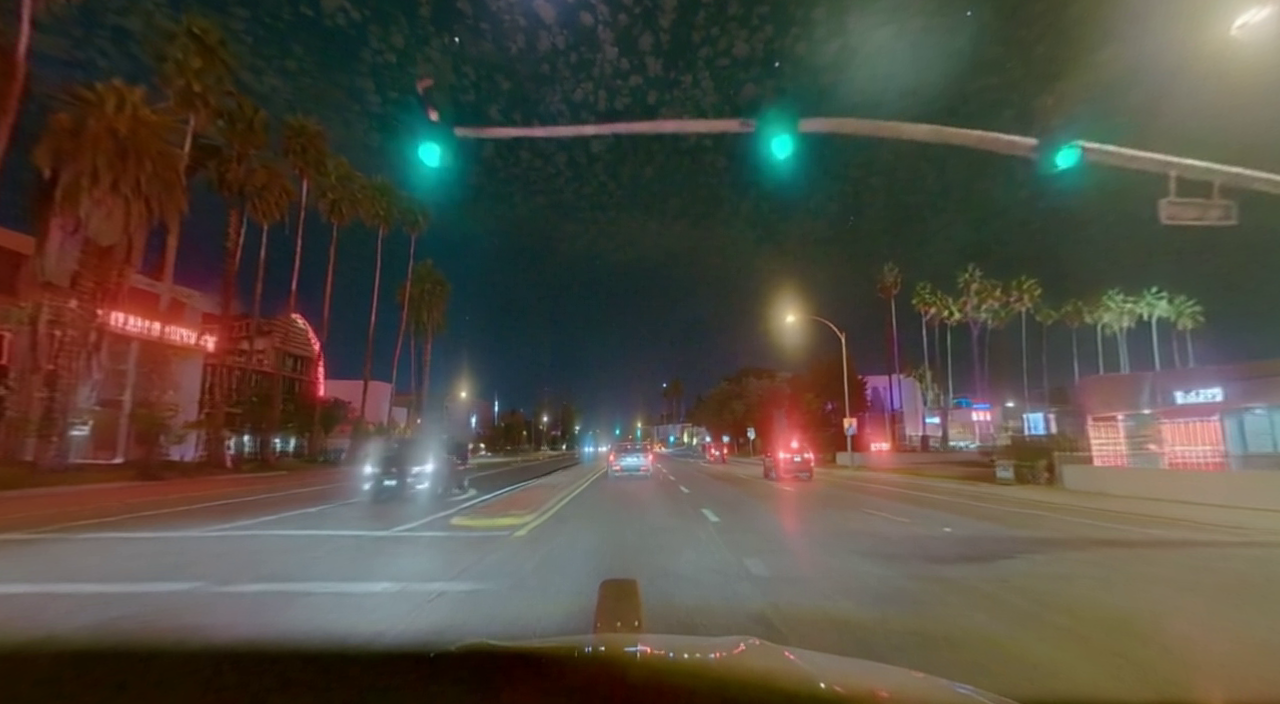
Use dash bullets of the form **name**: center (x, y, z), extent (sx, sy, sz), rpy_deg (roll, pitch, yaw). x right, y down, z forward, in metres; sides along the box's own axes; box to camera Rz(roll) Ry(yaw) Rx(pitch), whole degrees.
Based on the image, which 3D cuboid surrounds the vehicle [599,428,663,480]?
- **vehicle**: center (-0.315, 3.956, 24.608), extent (2.277, 1.816, 4.192), rpy_deg (0, -8, 0)

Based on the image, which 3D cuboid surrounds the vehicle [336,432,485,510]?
- **vehicle**: center (-5.257, 2.744, 15.108), extent (2.028, 1.489, 4.386), rpy_deg (-3, -8, -1)

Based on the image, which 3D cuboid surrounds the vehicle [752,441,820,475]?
- **vehicle**: center (6.793, 4.969, 29.787), extent (1.975, 1.483, 4.769), rpy_deg (0, -8, -1)
